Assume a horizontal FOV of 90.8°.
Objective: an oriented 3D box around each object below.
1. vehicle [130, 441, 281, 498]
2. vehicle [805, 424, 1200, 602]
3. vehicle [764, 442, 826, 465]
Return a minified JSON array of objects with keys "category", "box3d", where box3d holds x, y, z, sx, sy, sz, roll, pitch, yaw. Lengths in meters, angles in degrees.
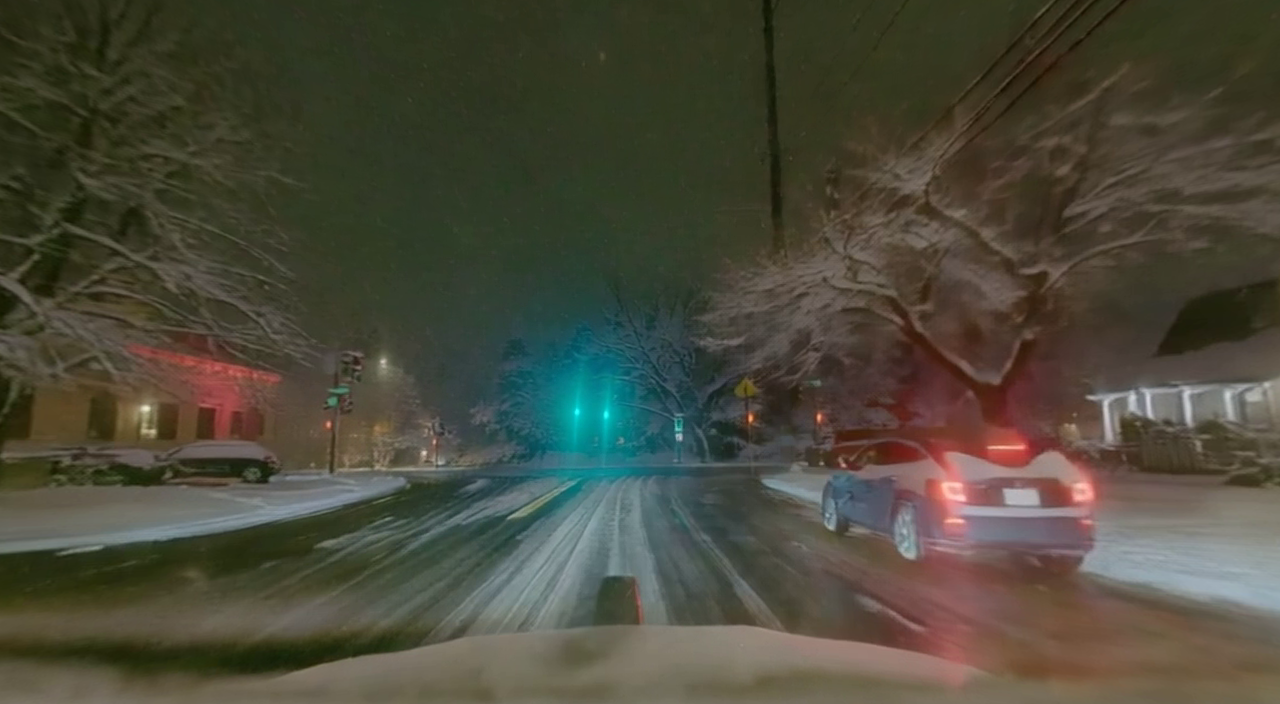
[{"category":"vehicle","box3d":[-14.078,3.795,20.874,2.003,1.637,4.297,0,-8,-2]},{"category":"vehicle","box3d":[3.689,1.716,7.796,2.065,1.478,4.828,0,-8,1]},{"category":"vehicle","box3d":[10.675,7.029,43.812,3.815,1.504,1.790,0,-8,0]}]
